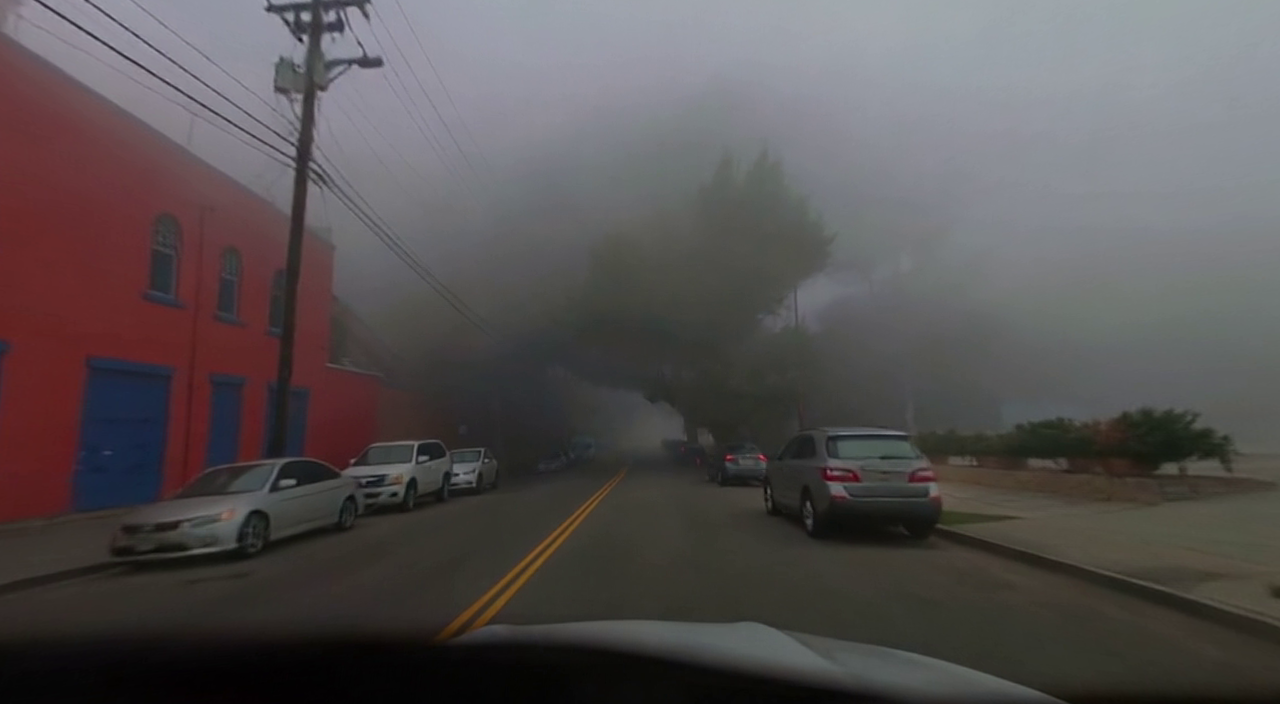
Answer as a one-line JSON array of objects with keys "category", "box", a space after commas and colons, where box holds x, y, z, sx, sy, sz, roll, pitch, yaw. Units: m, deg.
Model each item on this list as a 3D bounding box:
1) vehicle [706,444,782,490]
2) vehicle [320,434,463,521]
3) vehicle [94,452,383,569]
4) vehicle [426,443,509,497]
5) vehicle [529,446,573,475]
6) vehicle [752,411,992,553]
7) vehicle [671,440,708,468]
[{"category": "vehicle", "box": [3.647, 4.136, 23.030, 1.942, 1.476, 4.739, 0, -9, -1]}, {"category": "vehicle", "box": [-6.172, 3.134, 16.358, 1.983, 1.809, 4.503, -2, -9, -1]}, {"category": "vehicle", "box": [-6.221, 2.445, 10.609, 1.844, 1.486, 4.474, -1, -9, 1]}, {"category": "vehicle", "box": [-6.103, 4.219, 22.829, 1.906, 1.623, 4.057, -4, -9, -1]}, {"category": "vehicle", "box": [-5.674, 6.966, 40.768, 1.910, 1.488, 3.999, -4, -7, 5]}, {"category": "vehicle", "box": [3.423, 2.040, 10.564, 2.182, 1.824, 4.622, 0, -9, -1]}, {"category": "vehicle", "box": [3.587, 7.490, 46.534, 2.313, 1.937, 5.092, 0, -9, 0]}]
